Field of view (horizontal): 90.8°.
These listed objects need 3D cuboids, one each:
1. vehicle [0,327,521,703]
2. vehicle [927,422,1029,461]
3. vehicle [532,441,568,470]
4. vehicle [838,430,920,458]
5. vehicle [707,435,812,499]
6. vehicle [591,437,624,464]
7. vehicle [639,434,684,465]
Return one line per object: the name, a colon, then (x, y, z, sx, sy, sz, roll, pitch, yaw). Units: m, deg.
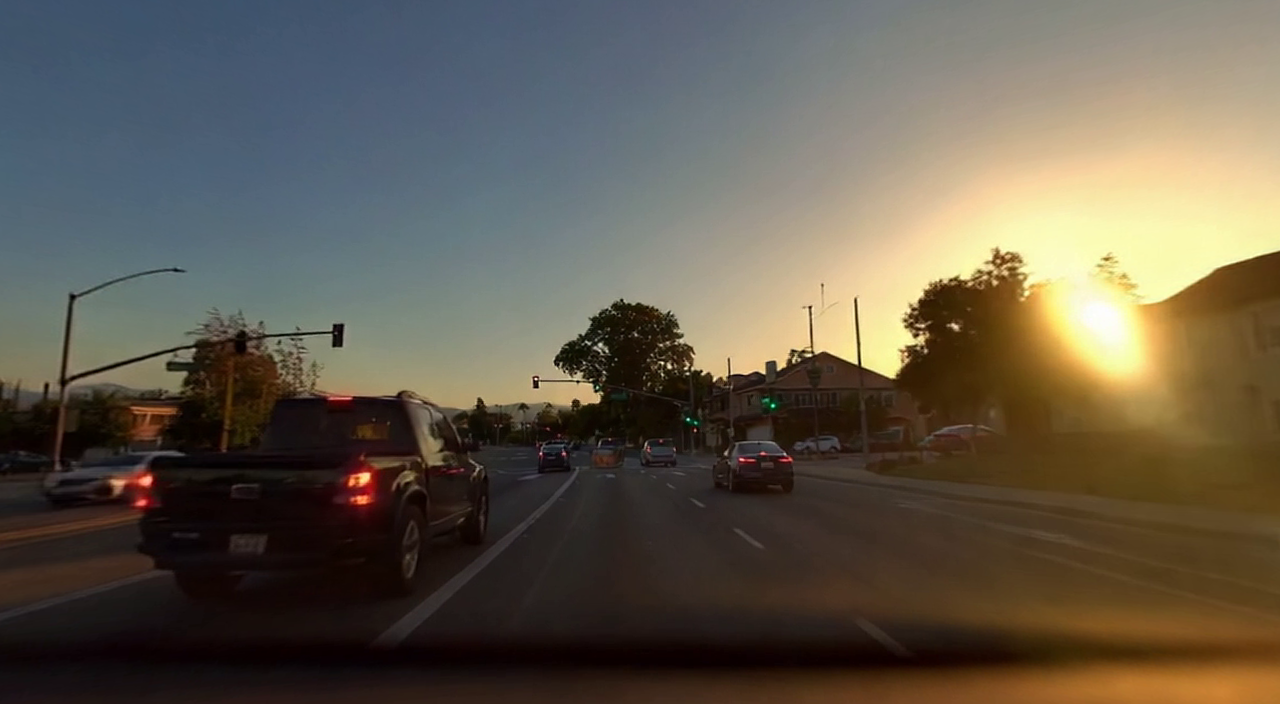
vehicle: (-2.968, 1.292, 6.335, 2.354, 1.948, 6.355, 0, -8, 0)
vehicle: (16.698, 4.465, 31.548, 2.058, 1.766, 4.563, 1, -8, -9)
vehicle: (-5.092, 5.877, 36.149, 1.864, 1.505, 4.202, 1, -8, -5)
vehicle: (16.042, 6.185, 42.546, 4.691, 1.626, 1.943, -2, -7, -9)
vehicle: (3.079, 3.055, 17.170, 1.870, 1.491, 4.009, 0, -8, -3)
vehicle: (-2.468, 7.253, 46.687, 2.164, 1.867, 4.254, 1, -8, -6)
vehicle: (1.401, 6.747, 43.851, 2.391, 1.960, 5.600, 0, -8, -5)
